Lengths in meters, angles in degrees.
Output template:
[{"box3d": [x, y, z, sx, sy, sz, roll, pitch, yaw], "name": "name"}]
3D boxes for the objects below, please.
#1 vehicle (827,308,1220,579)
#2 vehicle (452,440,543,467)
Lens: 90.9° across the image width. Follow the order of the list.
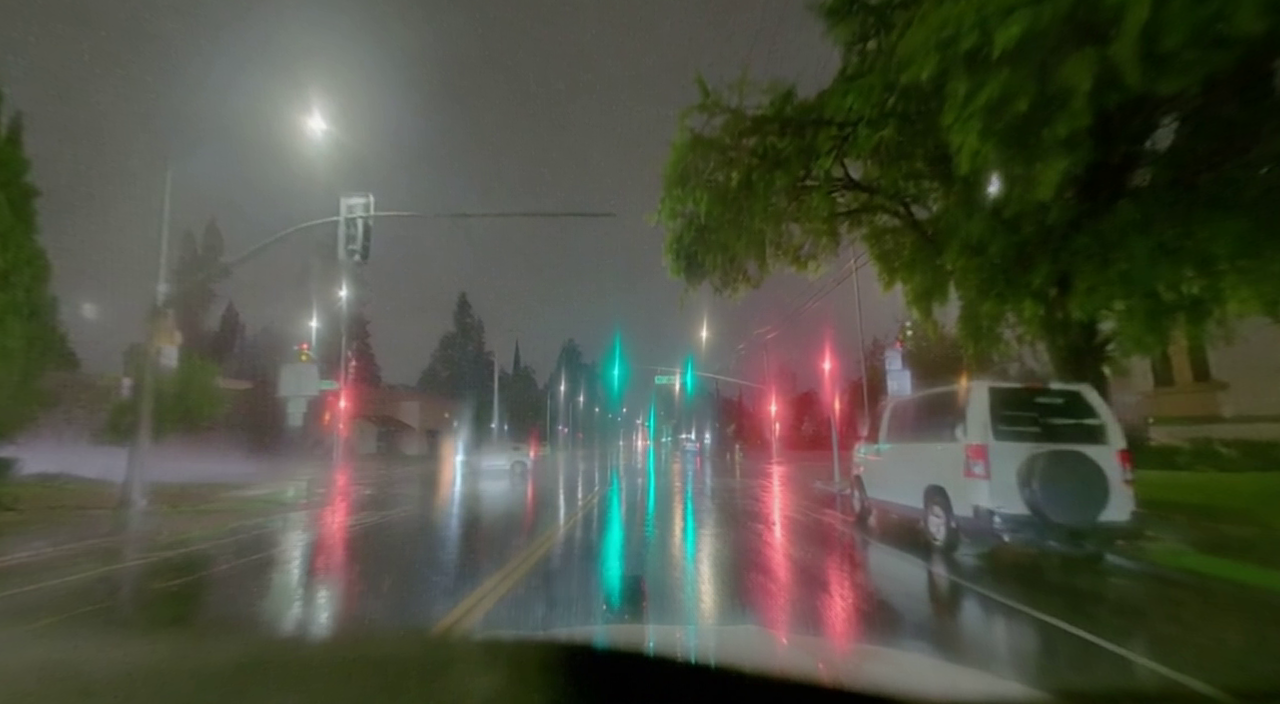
[{"box3d": [4.693, 1.277, 9.036, 2.398, 2.806, 4.857, 0, -8, -1], "name": "vehicle"}, {"box3d": [-7.918, 5.663, 35.288, 4.606, 1.452, 1.917, 0, -9, 2], "name": "vehicle"}]
